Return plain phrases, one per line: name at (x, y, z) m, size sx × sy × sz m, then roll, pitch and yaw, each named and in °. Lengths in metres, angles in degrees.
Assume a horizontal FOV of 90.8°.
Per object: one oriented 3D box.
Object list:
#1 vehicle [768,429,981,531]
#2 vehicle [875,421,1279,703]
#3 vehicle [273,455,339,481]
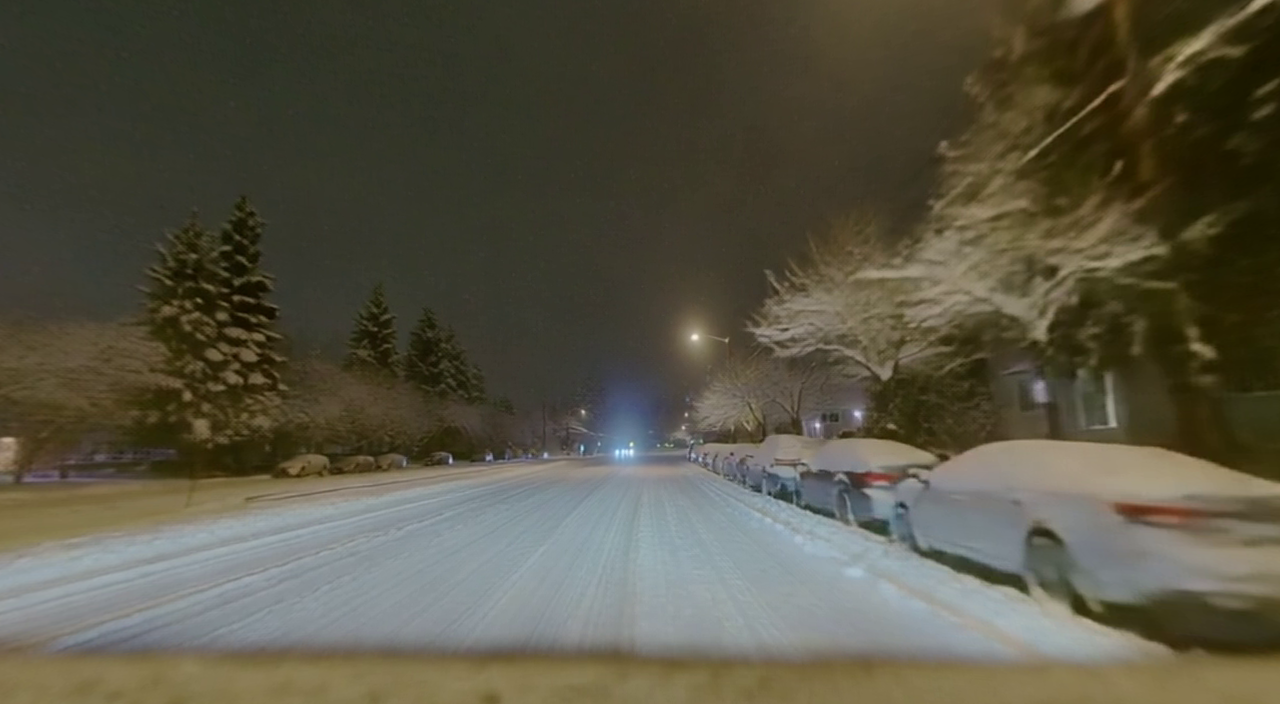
vehicle at (4.050, 2.301, 12.031) m, size 2.039 × 1.499 × 4.888 m, roll 0°, pitch -9°, yaw -2°
vehicle at (4.085, 1.437, 5.608) m, size 1.981 × 1.436 × 5.021 m, roll 0°, pitch -9°, yaw -1°
vehicle at (-23.133, 8.025, 43.987) m, size 1.967 × 1.467 × 4.769 m, roll -2°, pitch -7°, yaw 0°
